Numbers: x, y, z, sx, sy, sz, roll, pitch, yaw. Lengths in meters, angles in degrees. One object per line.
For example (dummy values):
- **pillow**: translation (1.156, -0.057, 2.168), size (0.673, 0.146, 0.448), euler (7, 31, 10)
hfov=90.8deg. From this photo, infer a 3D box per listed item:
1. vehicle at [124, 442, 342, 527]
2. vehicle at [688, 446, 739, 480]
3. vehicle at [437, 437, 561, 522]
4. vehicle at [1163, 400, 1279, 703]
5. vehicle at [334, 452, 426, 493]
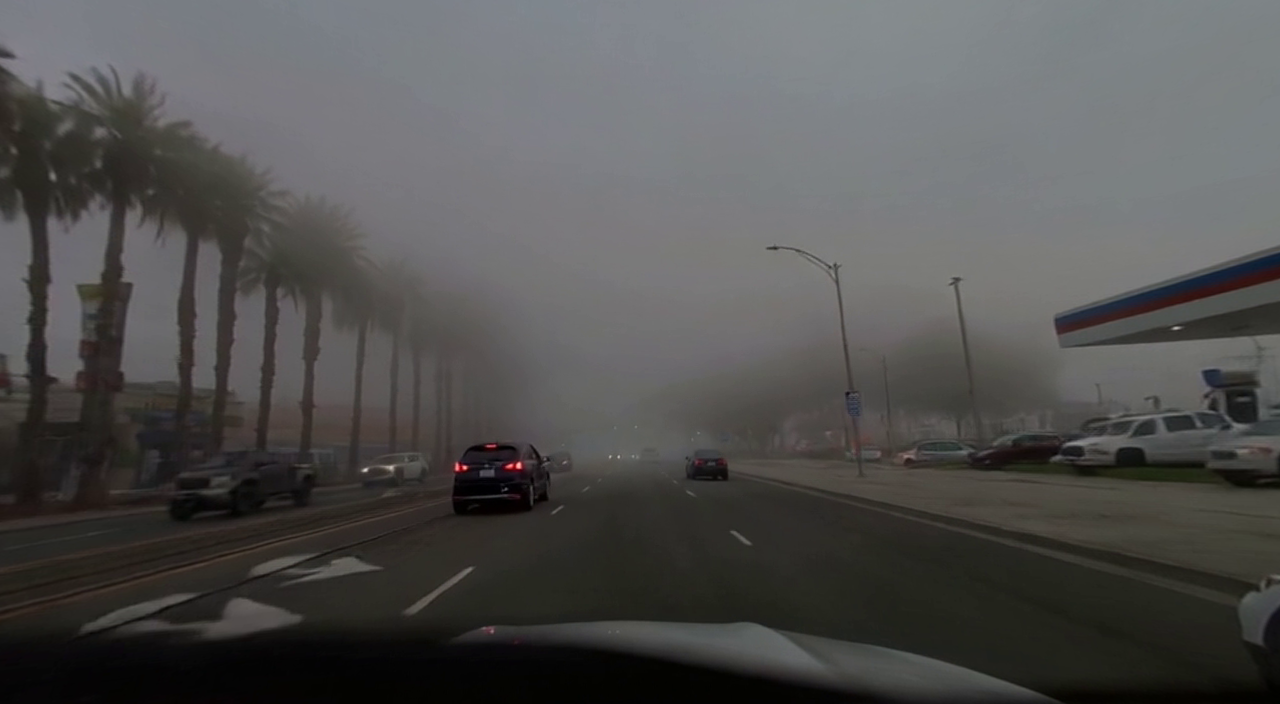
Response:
- **vehicle**: translation (-10.232, 3.327, 16.536), size (2.169, 1.853, 4.853), euler (-1, -9, 5)
- **vehicle**: translation (3.372, 5.198, 29.807), size (1.889, 1.448, 4.262), euler (0, -9, 0)
- **vehicle**: translation (-2.857, 2.669, 13.769), size (2.021, 1.550, 4.090), euler (0, -9, -4)
- **vehicle**: translation (3.479, 0.681, 0.830), size (1.987, 1.474, 4.198), euler (0, -9, 1)
- **vehicle**: translation (-11.371, 5.291, 28.042), size (1.940, 1.550, 4.525), euler (0, -8, 3)
